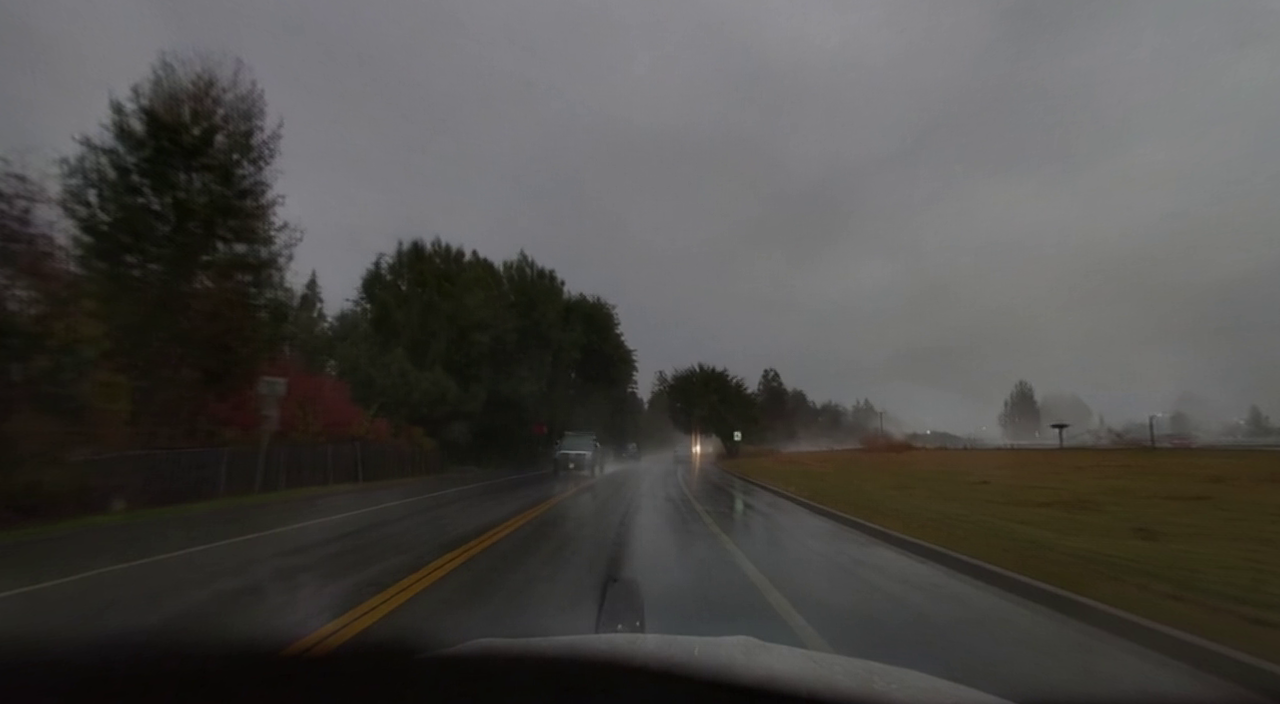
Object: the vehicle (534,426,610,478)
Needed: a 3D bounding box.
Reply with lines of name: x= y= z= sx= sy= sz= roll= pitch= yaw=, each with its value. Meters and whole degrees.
vehicle: x=-3.359 y=5.195 z=33.176 sx=2.825 sy=2.376 sz=7.468 roll=-1 pitch=-8 yaw=3
